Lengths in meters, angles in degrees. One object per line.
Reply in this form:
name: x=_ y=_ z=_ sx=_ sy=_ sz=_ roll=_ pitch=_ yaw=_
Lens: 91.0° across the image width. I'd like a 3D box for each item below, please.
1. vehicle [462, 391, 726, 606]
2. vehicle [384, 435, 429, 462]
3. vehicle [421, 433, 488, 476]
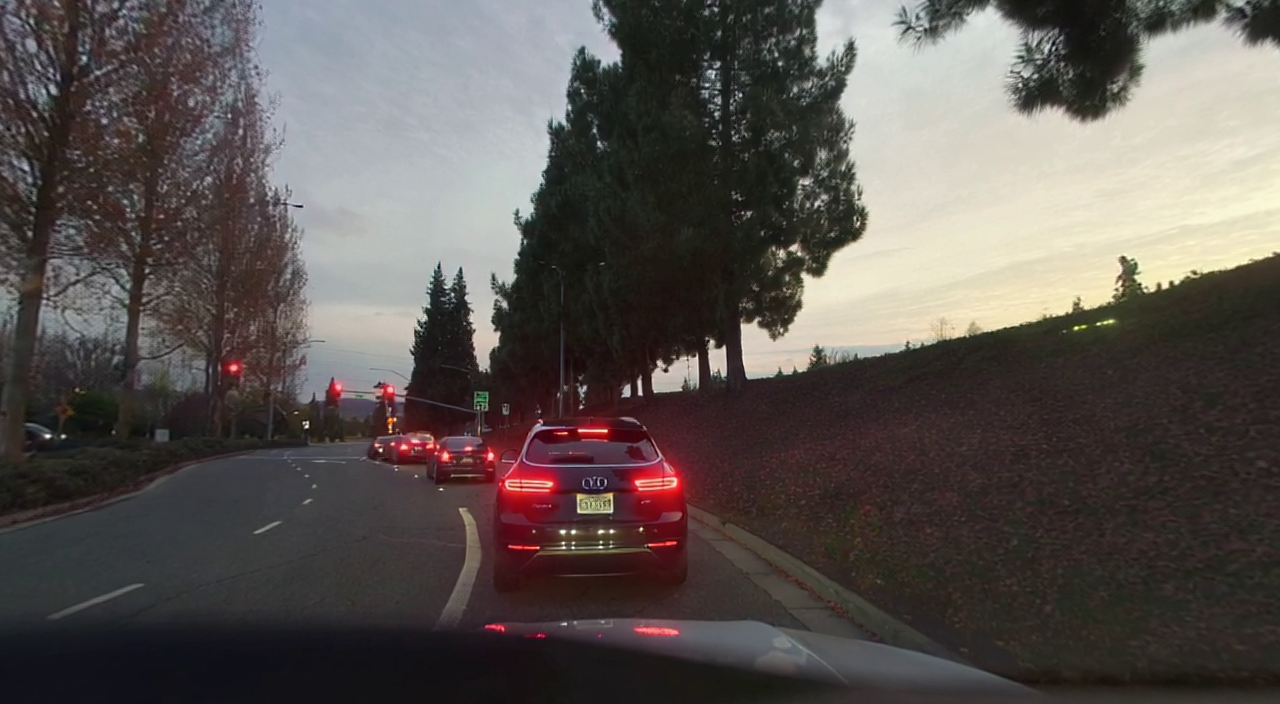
vehicle: x=-0.674 y=1.462 z=7.202 sx=2.134 sy=1.671 sz=4.147 roll=1 pitch=-8 yaw=-9
vehicle: x=-13.748 y=5.646 z=36.904 sx=1.863 sy=1.488 sz=4.426 roll=4 pitch=-9 yaw=-27
vehicle: x=-7.286 y=3.953 z=24.483 sx=1.902 sy=1.536 sz=3.662 roll=4 pitch=-9 yaw=-25
